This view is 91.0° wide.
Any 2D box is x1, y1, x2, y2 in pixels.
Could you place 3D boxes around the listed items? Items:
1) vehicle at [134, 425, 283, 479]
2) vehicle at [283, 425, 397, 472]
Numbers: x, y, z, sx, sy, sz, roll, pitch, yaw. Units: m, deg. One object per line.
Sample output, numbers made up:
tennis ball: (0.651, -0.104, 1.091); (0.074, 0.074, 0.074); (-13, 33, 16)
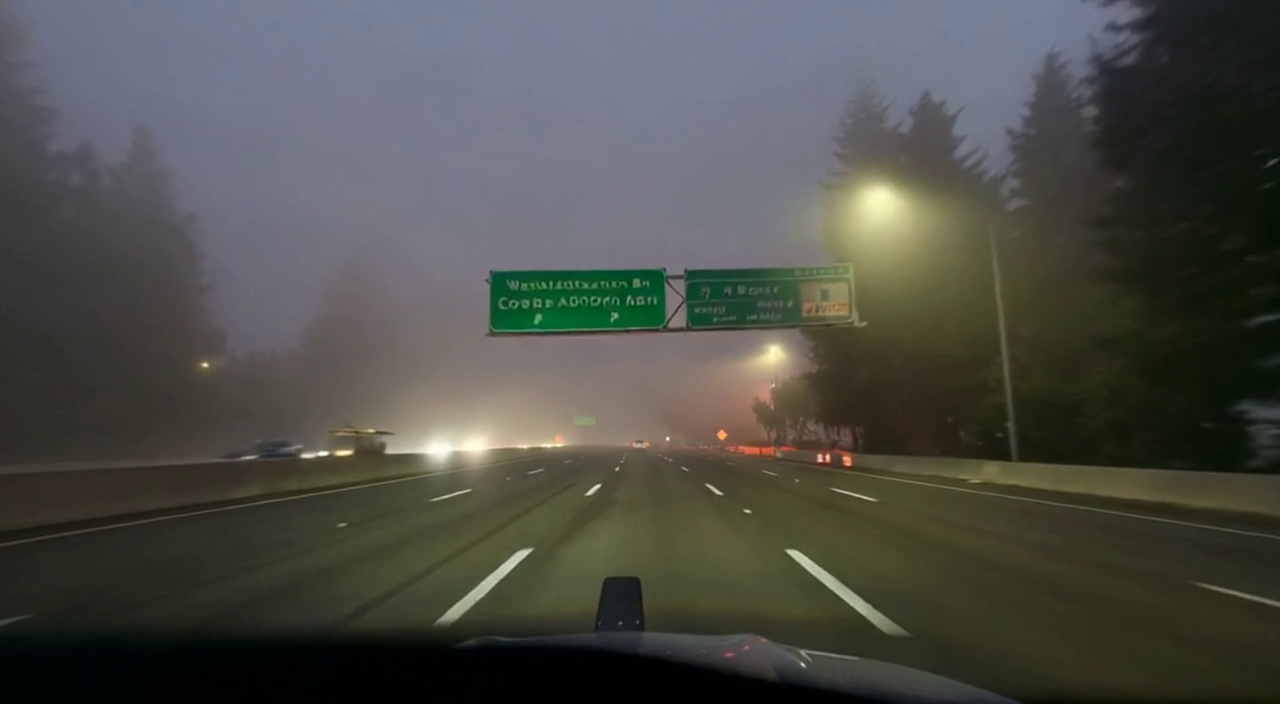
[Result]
vehicle: (-16.367, 3.842, 24.333); (2.212, 1.861, 5.039); (0, -8, -1)
vehicle: (-13.265, 4.349, 28.439); (2.327, 1.897, 5.878); (0, -8, -1)
